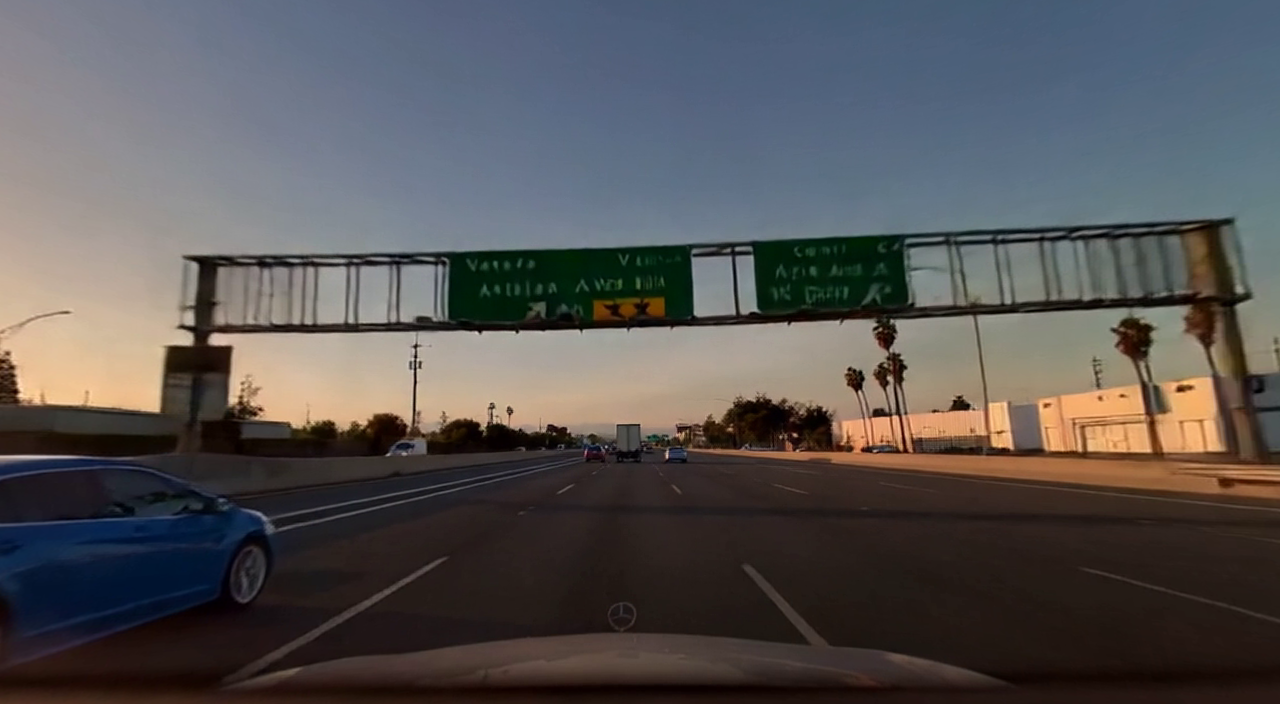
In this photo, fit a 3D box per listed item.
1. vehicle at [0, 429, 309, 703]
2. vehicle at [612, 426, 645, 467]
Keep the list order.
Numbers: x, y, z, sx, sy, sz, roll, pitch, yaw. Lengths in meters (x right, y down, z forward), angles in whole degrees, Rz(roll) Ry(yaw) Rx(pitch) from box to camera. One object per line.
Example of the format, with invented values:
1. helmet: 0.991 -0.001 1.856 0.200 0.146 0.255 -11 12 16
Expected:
1. vehicle: -3.985 1.158 3.385 2.097 1.447 4.291 0 -9 0
2. vehicle: -0.929 7.280 48.801 2.364 2.953 6.495 0 -9 -2
